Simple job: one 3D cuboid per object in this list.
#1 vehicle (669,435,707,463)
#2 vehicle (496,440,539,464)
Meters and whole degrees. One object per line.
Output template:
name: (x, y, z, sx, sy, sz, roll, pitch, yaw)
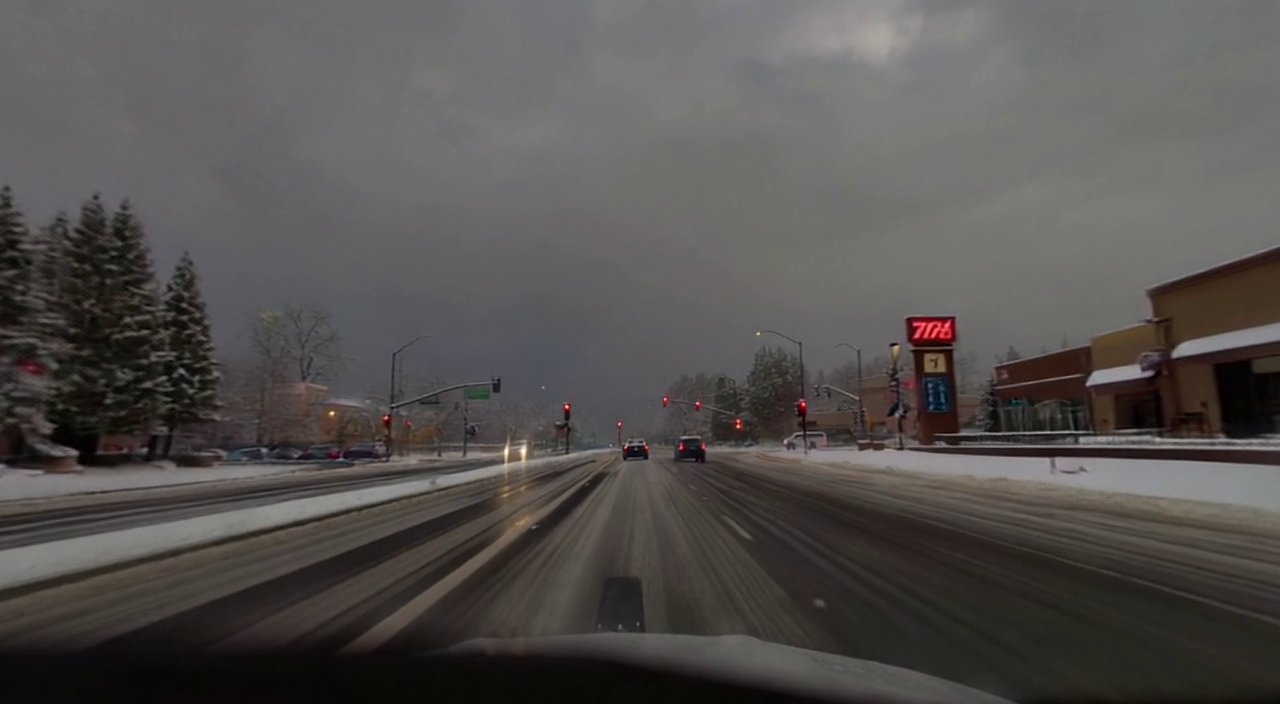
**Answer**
vehicle: (3.156, 6.457, 42.150, 2.103, 1.726, 4.385, 0, -9, -1)
vehicle: (-8.285, 6.816, 43.100, 1.969, 1.526, 4.261, 0, -9, 1)
